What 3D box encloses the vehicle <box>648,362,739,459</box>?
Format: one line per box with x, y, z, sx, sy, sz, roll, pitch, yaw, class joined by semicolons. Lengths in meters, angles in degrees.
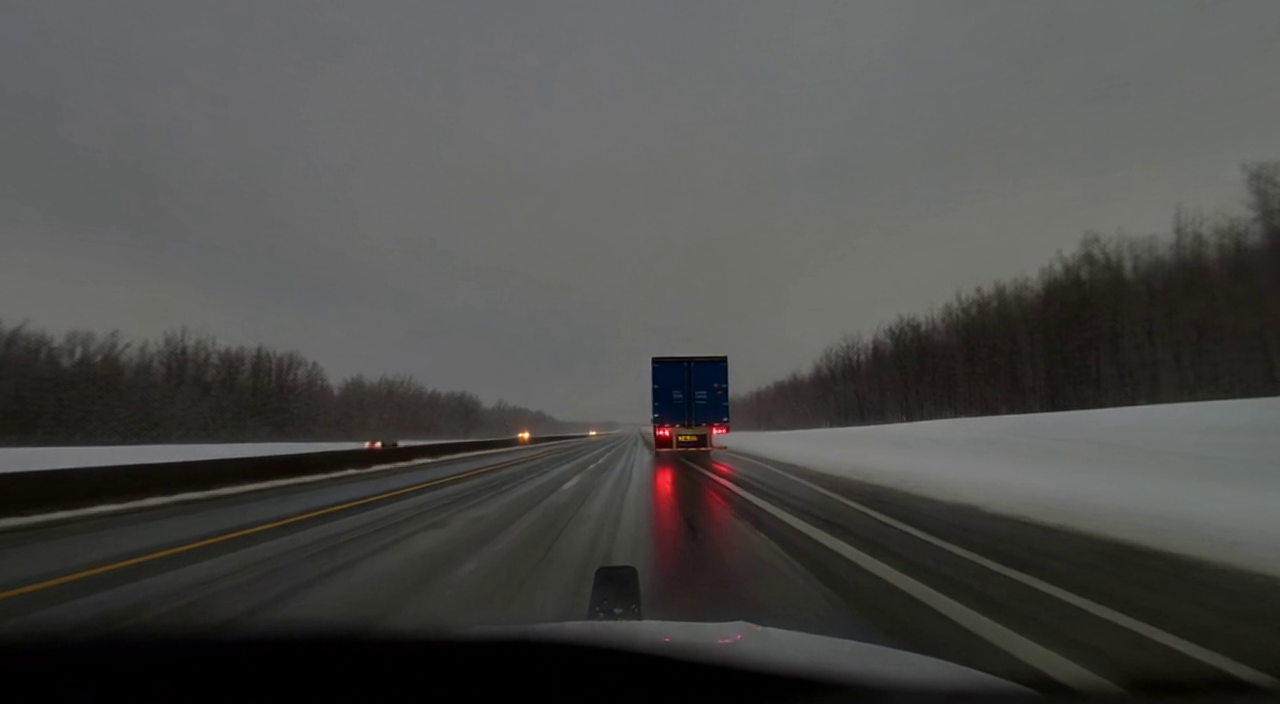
2.124;3.015;30.157;3.446;3.698;12.089;0;-8;1;vehicle
